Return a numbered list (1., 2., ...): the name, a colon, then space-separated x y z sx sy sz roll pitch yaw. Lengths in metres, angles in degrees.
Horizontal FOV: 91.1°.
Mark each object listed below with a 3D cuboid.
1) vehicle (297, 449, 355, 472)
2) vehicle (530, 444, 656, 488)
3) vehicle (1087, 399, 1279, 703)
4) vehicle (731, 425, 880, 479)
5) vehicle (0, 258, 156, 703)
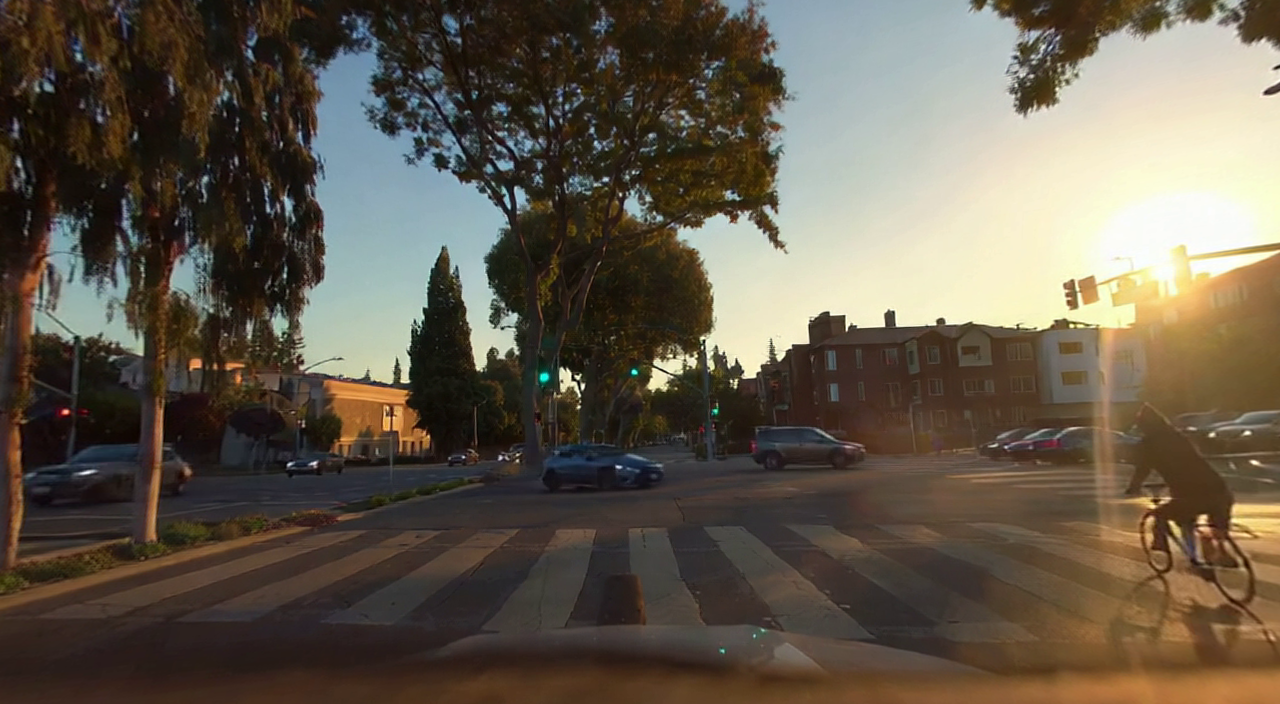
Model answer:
1. vehicle: -22.414 7.759 45.007 1.834 1.494 4.352 0 -8 1
2. vehicle: -1.633 3.778 21.205 4.050 1.304 1.921 -7 -11 39
3. vehicle: 3.098 0.681 0.664 1.990 1.454 4.490 0 -8 1
4. vehicle: 6.279 3.795 24.054 4.958 1.842 2.276 -6 -10 34
5. vehicle: -3.262 0.359 0.173 2.231 1.898 4.985 0 -8 0
